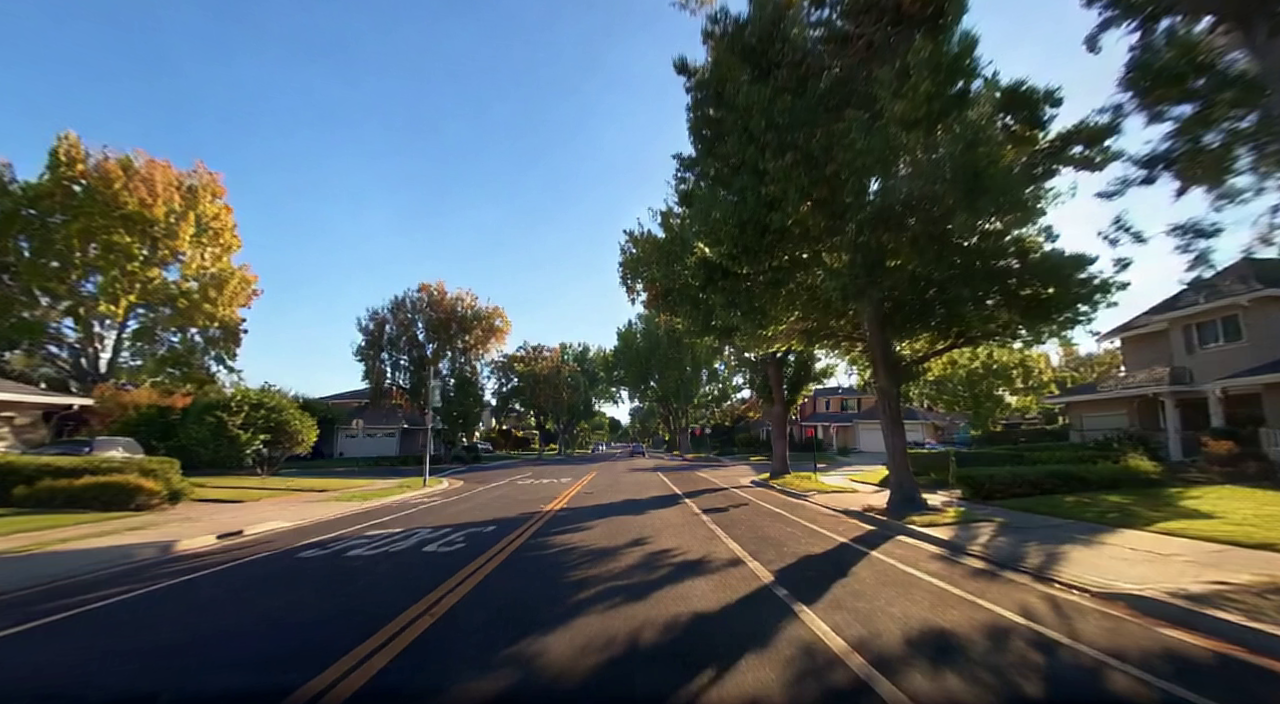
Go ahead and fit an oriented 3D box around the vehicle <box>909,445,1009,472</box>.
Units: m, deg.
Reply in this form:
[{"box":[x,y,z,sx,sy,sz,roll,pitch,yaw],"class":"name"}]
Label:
[{"box":[17.530,5.851,34.862,4.368,1.457,2.031,0,-9,0],"class":"vehicle"}]
